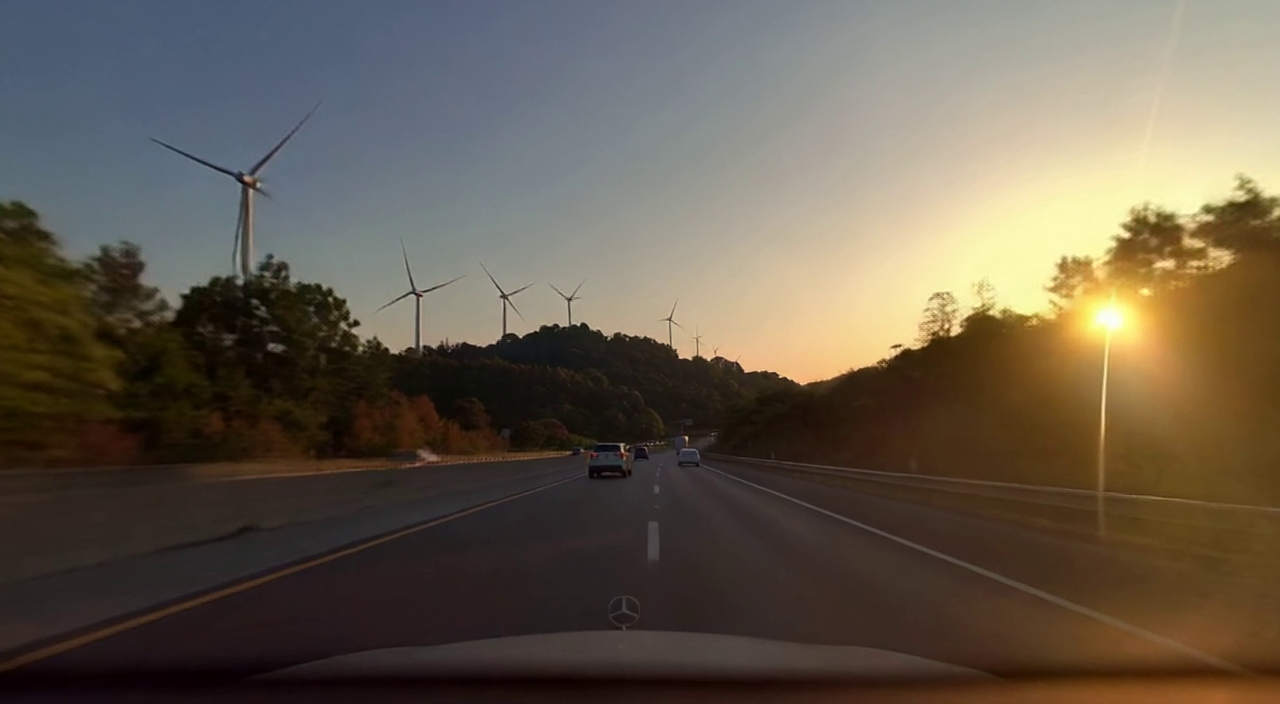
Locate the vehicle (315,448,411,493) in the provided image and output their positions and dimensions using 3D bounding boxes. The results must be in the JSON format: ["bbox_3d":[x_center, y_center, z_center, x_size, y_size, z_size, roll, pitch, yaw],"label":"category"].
[{"bbox_3d":[-11.191,4.799,25.819,1.984,1.657,4.126,0,-9,1],"label":"vehicle"}]

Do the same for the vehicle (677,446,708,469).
[{"bbox_3d":[4.048,8.269,49.413,2.040,1.721,4.507,0,-9,1],"label":"vehicle"}]

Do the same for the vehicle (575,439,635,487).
[{"bbox_3d":[-1.288,4.385,25.047,2.038,1.723,4.150,0,-9,1],"label":"vehicle"}]
